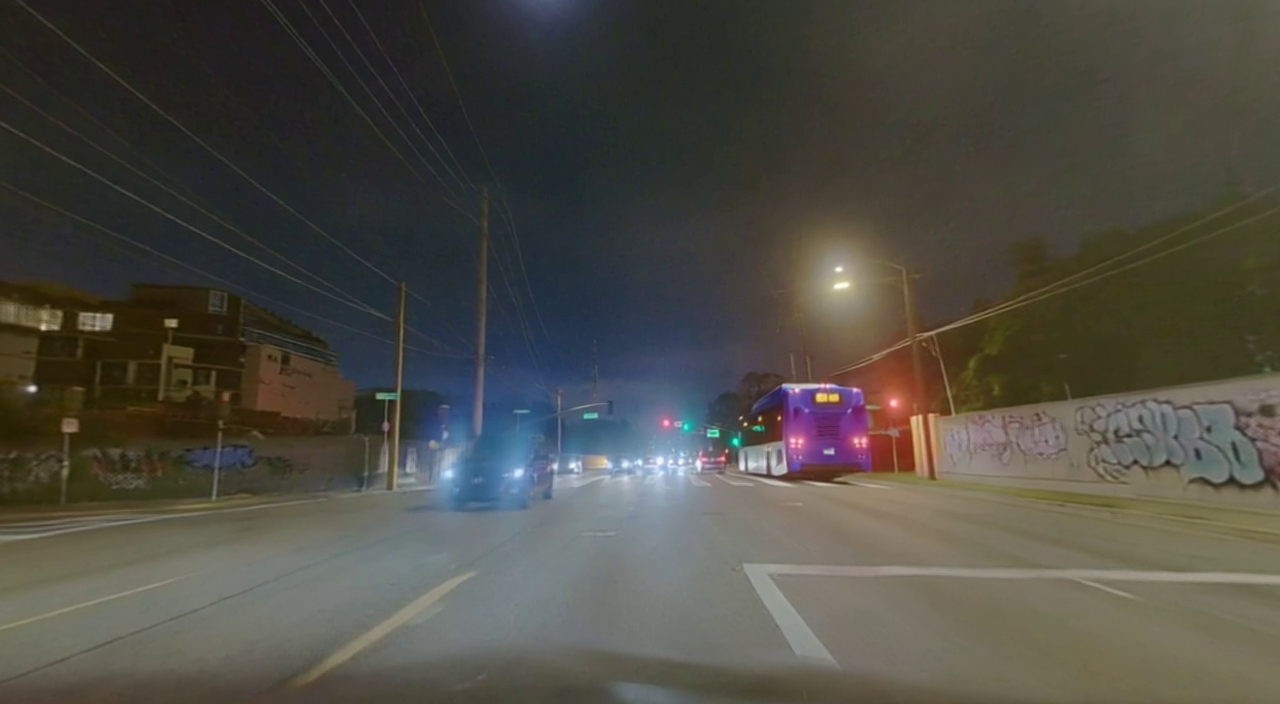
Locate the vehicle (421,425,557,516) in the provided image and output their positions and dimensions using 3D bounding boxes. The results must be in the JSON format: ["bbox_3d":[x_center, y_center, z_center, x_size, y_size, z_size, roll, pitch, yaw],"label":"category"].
[{"bbox_3d":[-3.345,2.724,14.940,2.015,1.818,4.061,-1,-9,3],"label":"vehicle"}]

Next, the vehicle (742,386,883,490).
[{"bbox_3d":[6.736,3.796,27.349,3.045,3.447,12.604,-1,-9,2],"label":"vehicle"}]

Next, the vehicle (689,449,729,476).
[{"bbox_3d":[3.990,6.464,37.194,1.961,1.470,4.196,0,-9,1],"label":"vehicle"}]
